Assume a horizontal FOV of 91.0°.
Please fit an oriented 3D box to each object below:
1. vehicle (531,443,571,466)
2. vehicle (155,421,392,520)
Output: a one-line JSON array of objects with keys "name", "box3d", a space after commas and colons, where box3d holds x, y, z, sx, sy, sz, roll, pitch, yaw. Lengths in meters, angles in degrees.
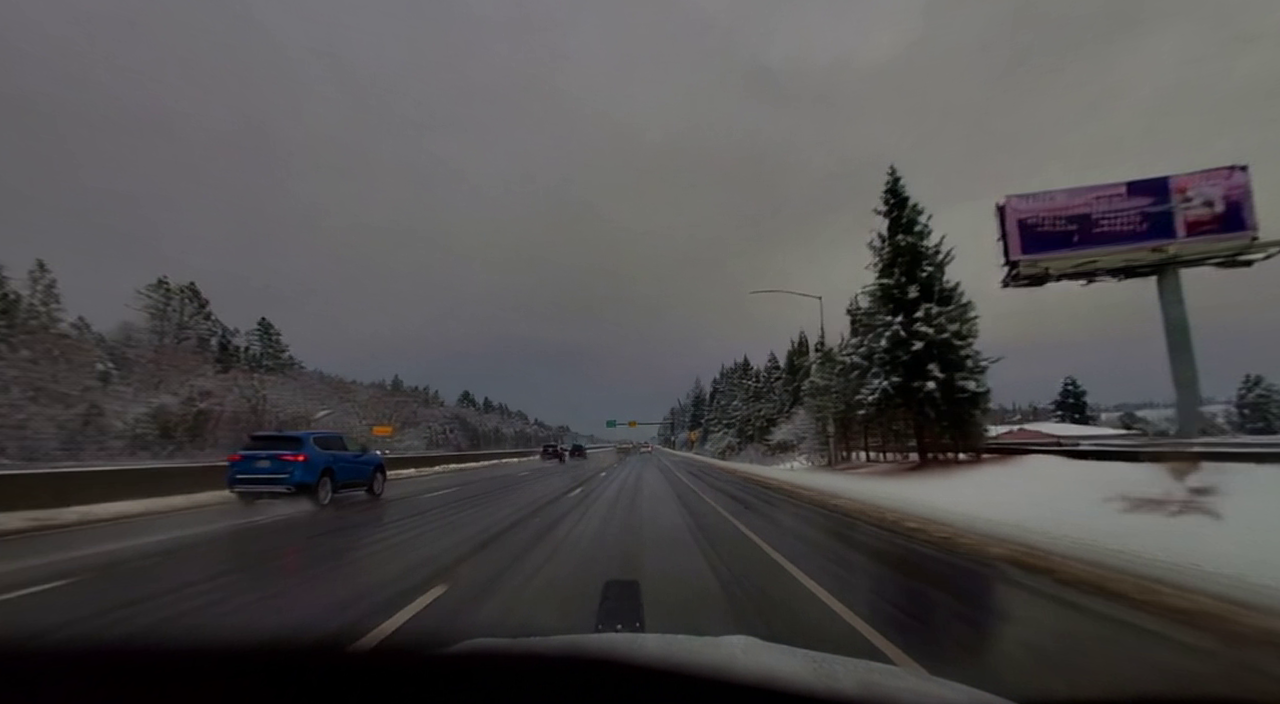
[{"name": "vehicle", "box3d": [-6.393, 7.434, 45.828, 2.008, 1.520, 4.731, 0, -9, 2]}, {"name": "vehicle", "box3d": [-7.321, 2.421, 13.370, 2.055, 1.683, 4.804, 0, -9, 1]}]
